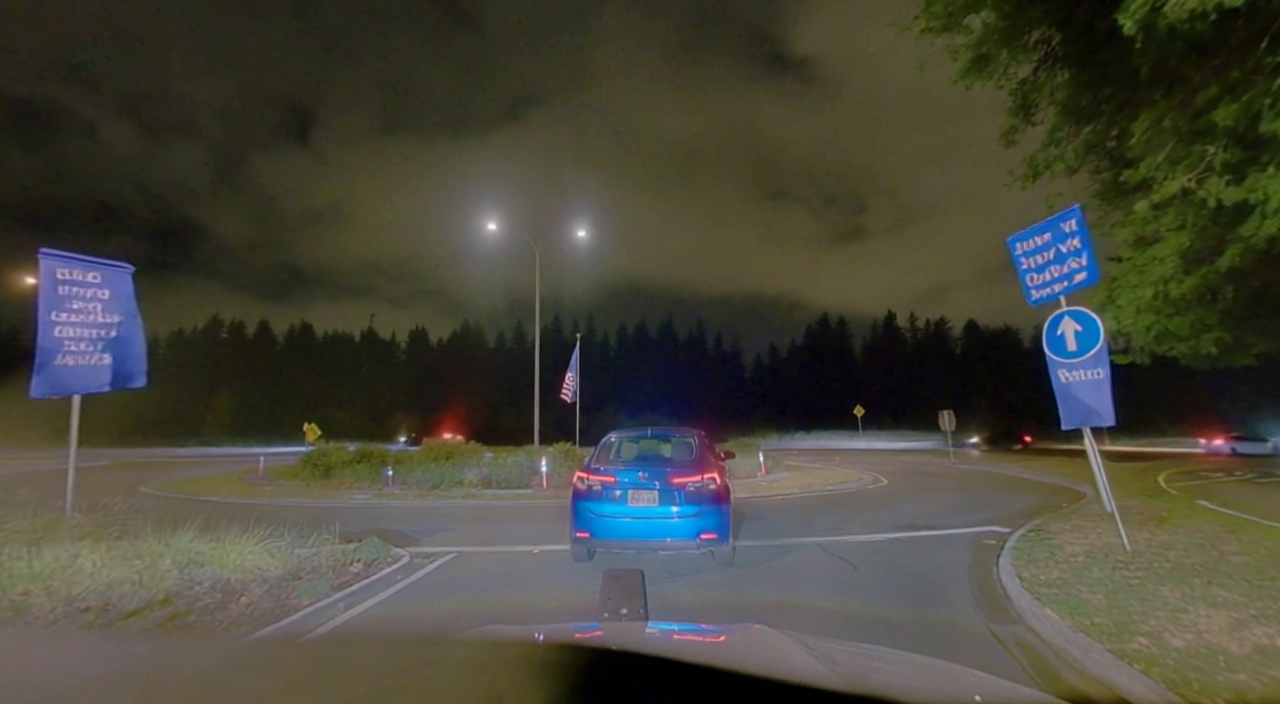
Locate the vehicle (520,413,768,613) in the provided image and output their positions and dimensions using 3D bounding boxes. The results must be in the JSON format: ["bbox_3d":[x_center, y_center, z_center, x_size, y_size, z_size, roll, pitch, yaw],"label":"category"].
[{"bbox_3d":[0.292,1.645,7.312,2.078,1.607,4.010,-2,-9,8],"label":"vehicle"}]

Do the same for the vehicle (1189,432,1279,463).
[{"bbox_3d":[35.150,5.554,36.748,4.485,1.691,2.132,1,-9,-7],"label":"vehicle"}]
